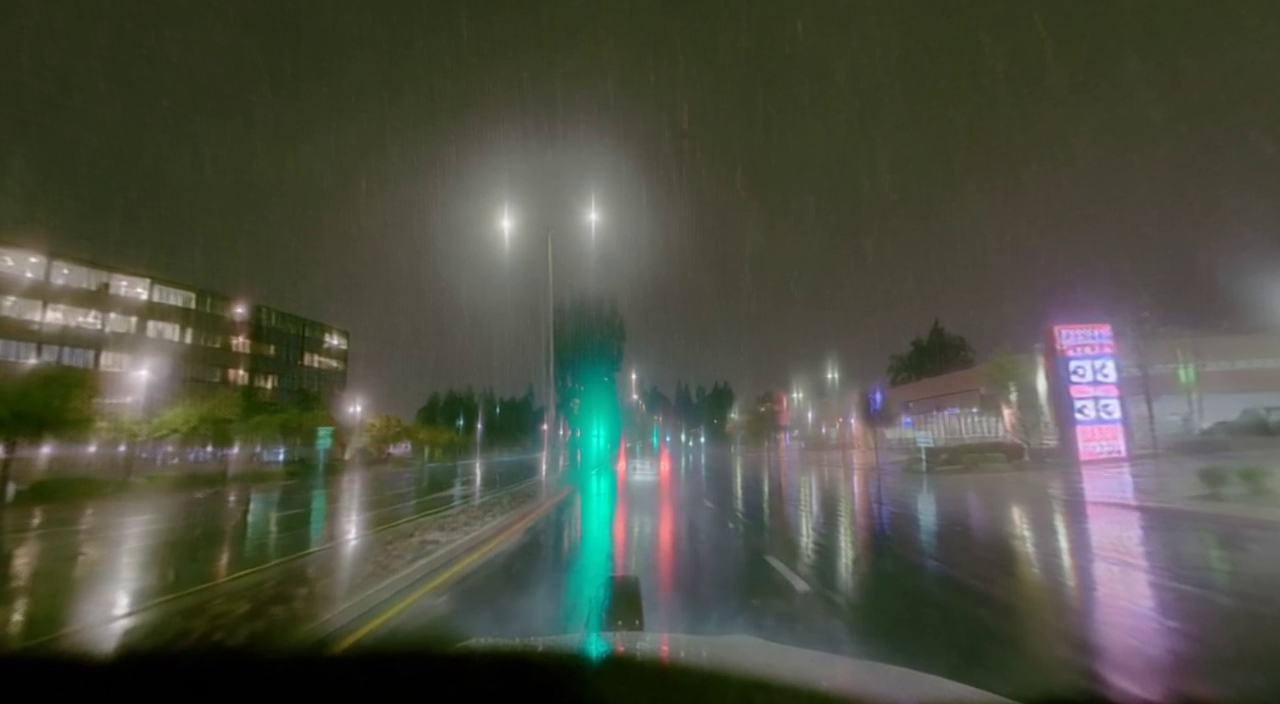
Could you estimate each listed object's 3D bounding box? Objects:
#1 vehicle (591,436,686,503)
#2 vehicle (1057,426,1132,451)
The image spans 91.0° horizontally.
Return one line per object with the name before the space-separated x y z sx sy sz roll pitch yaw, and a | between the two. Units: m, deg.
vehicle | -0.070 2.917 16.090 2.126 1.475 3.967 0 -8 -1
vehicle | 32.841 6.288 45.632 1.868 1.675 4.527 0 -8 -3
